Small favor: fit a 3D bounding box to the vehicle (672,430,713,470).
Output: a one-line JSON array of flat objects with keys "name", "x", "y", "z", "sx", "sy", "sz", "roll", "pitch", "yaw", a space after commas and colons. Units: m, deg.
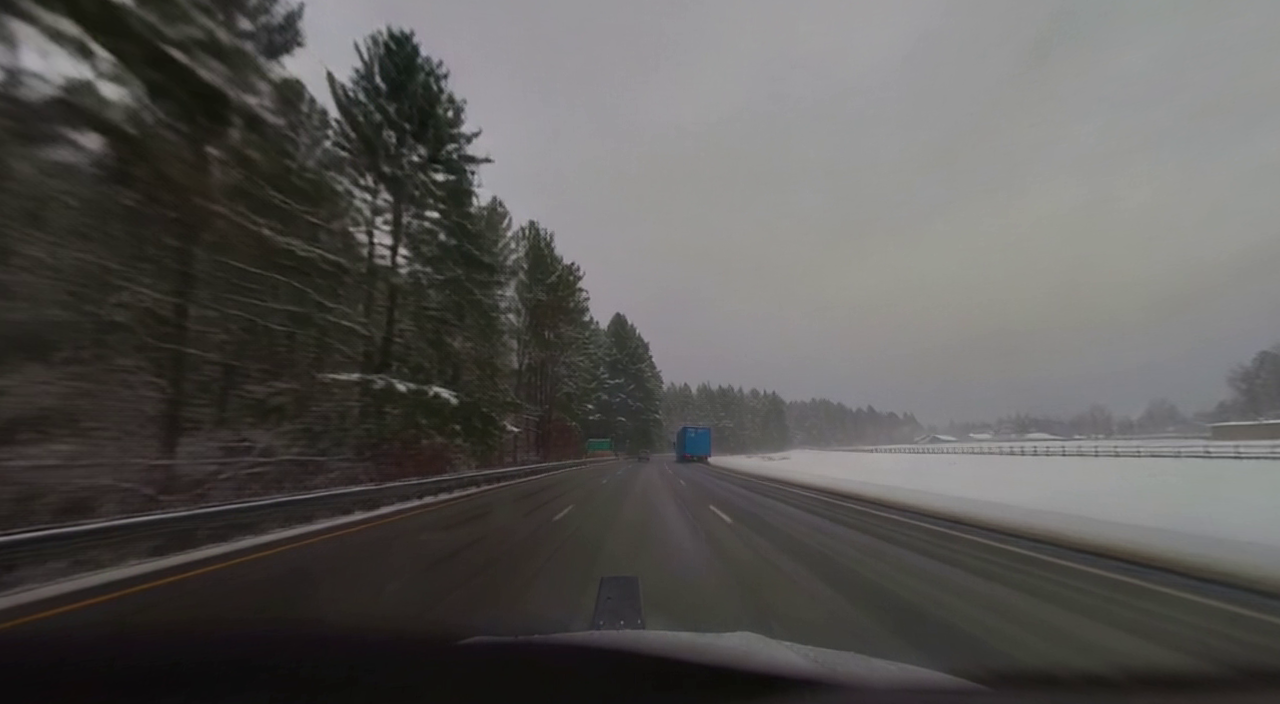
[{"name": "vehicle", "x": 3.858, "y": 7.426, "z": 47.519, "sx": 2.572, "sy": 2.795, "sz": 5.978, "roll": 0, "pitch": -9, "yaw": -1}]
